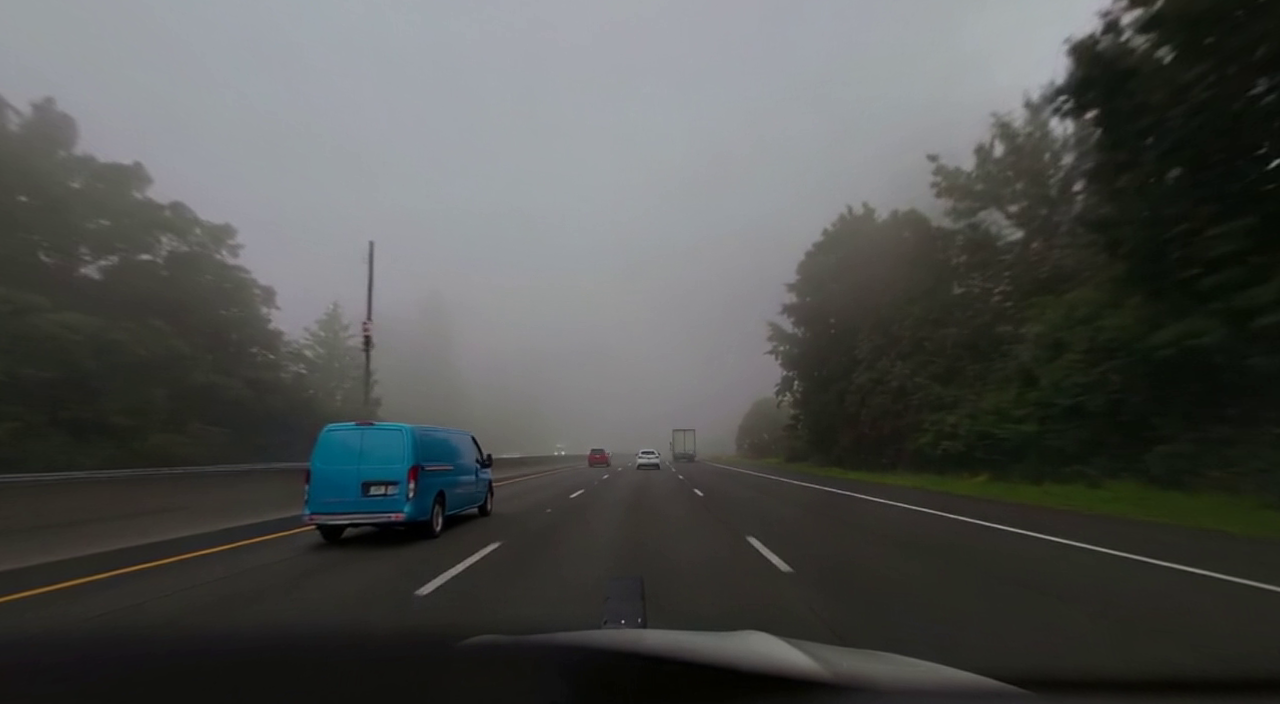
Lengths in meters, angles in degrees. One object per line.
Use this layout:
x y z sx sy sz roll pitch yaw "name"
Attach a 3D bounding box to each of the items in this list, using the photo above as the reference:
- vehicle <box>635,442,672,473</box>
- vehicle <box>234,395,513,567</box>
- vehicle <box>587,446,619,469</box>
0.838 6.703 40.226 2.209 1.825 4.036 -1 -9 1 "vehicle"
-3.659 1.909 10.023 2.167 1.991 5.062 0 -9 0 "vehicle"
-2.839 8.258 49.568 2.112 1.707 4.530 -1 -9 1 "vehicle"
